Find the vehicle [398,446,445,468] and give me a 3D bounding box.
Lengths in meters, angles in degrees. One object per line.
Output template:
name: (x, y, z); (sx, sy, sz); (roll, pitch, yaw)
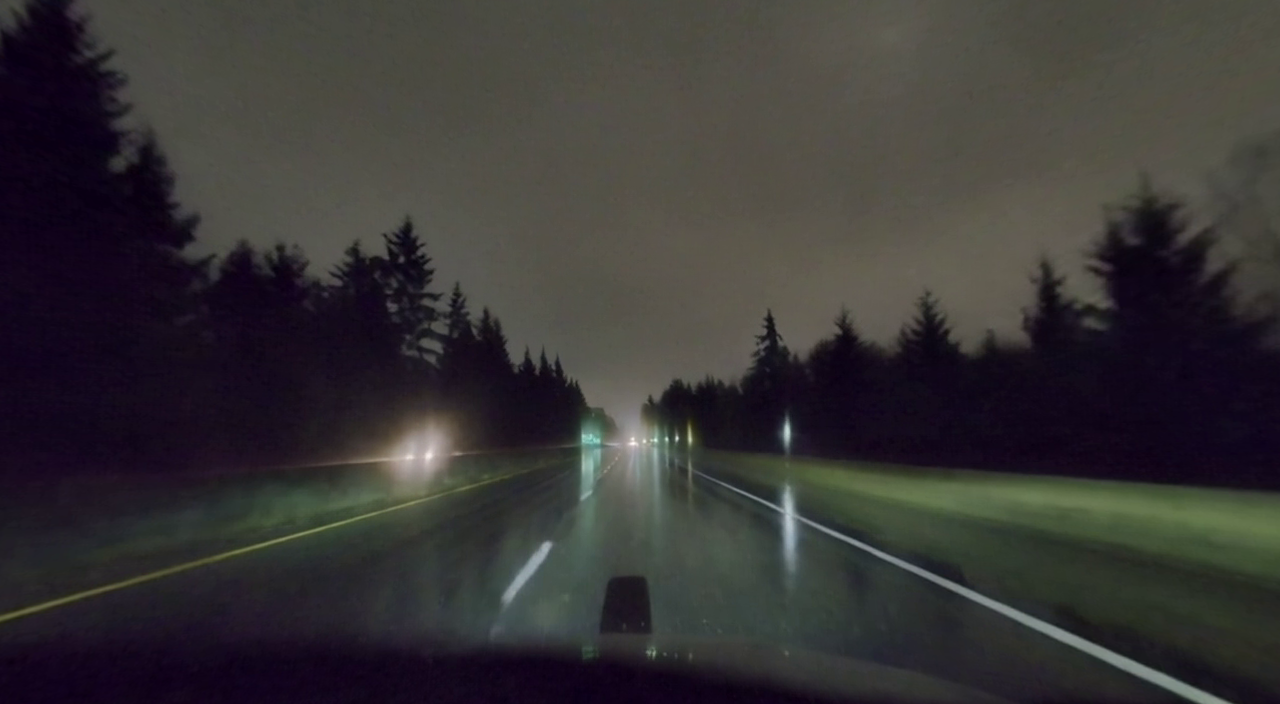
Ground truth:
vehicle: (-15.797, 7.583, 45.761); (1.844, 1.509, 4.527); (0, -8, -1)
